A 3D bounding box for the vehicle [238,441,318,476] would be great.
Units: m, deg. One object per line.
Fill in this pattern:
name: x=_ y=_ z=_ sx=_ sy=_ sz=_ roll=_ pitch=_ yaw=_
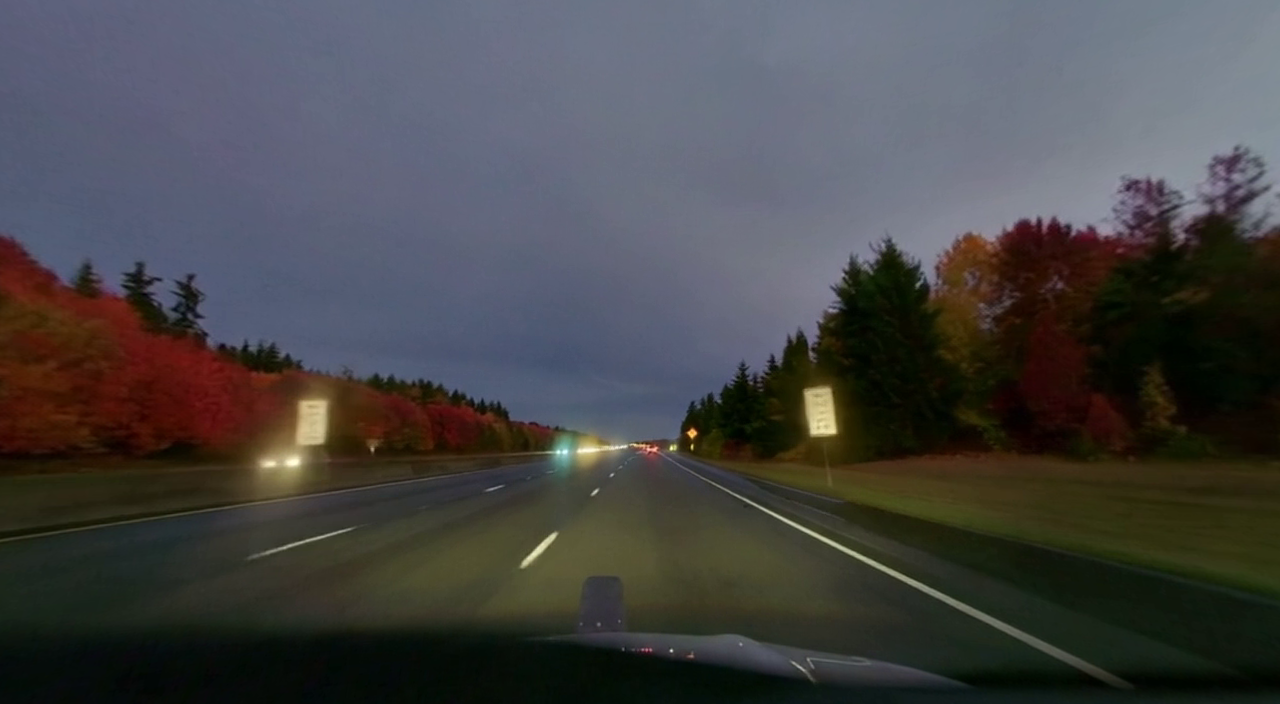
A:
vehicle: x=-19.229 y=5.665 z=33.490 sx=1.873 sy=1.754 sz=3.936 roll=0 pitch=-9 yaw=0
